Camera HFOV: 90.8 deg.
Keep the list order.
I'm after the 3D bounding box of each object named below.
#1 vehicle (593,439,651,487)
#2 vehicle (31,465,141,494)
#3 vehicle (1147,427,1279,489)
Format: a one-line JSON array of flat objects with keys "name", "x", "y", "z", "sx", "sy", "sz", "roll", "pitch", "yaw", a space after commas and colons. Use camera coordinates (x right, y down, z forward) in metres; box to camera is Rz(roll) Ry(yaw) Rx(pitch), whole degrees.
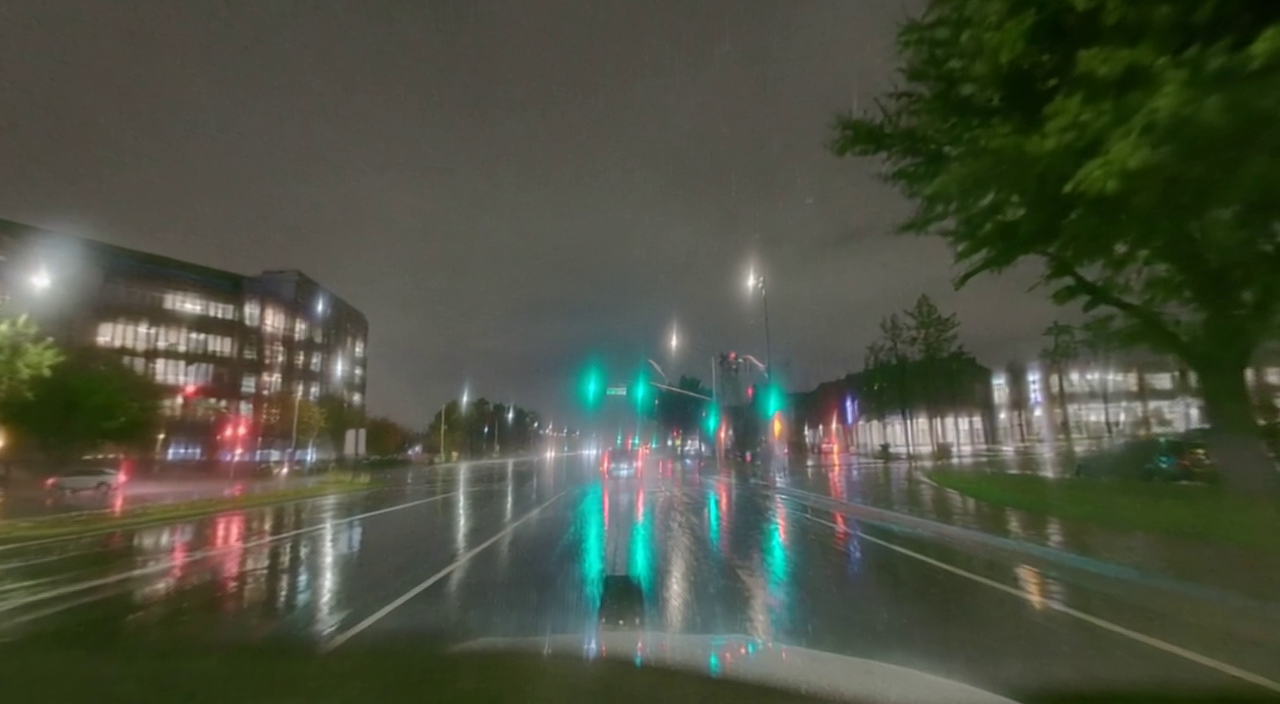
[{"name": "vehicle", "x": -0.700, "y": 4.403, "z": 25.325, "sx": 2.130, "sy": 1.711, "sz": 4.038, "roll": 0, "pitch": -9, "yaw": -1}, {"name": "vehicle", "x": -34.996, "y": 8.047, "z": 39.986, "sx": 4.884, "sy": 1.736, "sz": 2.049, "roll": 0, "pitch": -9, "yaw": -1}, {"name": "vehicle", "x": 16.888, "y": 2.879, "z": 17.317, "sx": 4.129, "sy": 1.569, "sz": 2.103, "roll": 0, "pitch": -9, "yaw": 0}]
